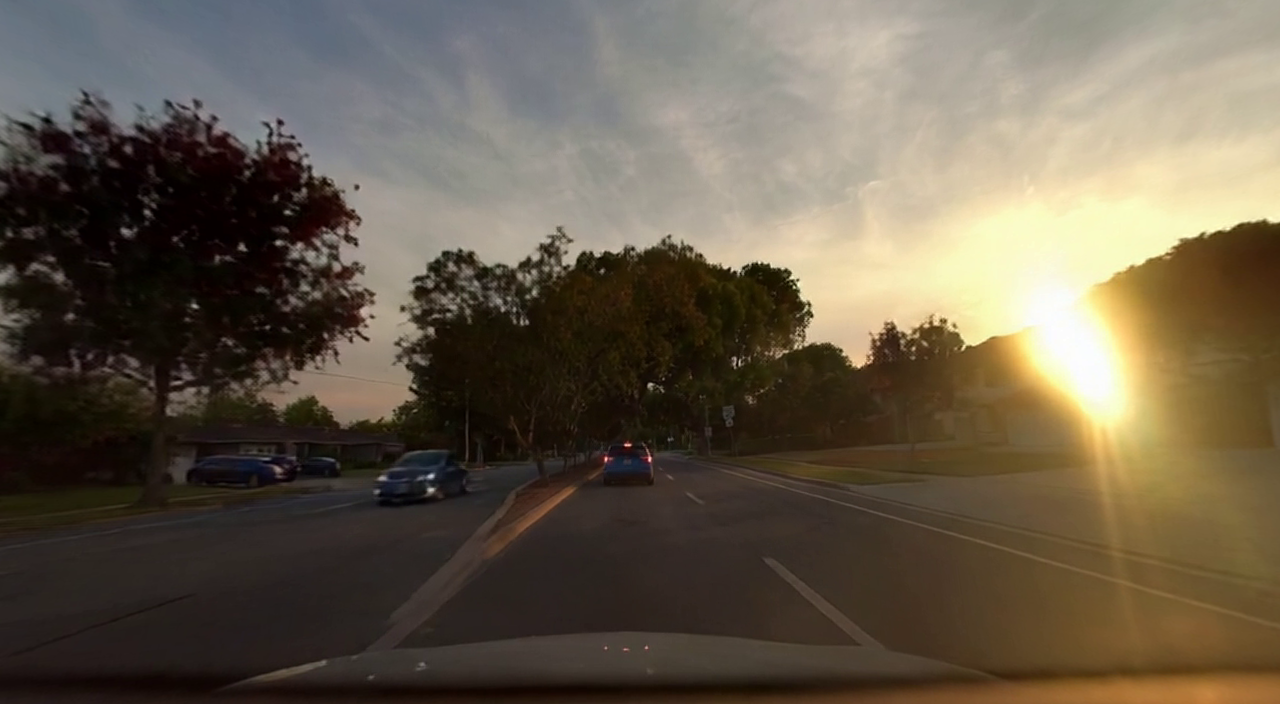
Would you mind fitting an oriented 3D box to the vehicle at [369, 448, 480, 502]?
[{"bbox_3d":[-6.582,3.773,19.891,1.907,1.471,4.455,0,-9,0],"label":"vehicle"}]

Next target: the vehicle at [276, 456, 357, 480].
[{"bbox_3d":[-21.609,7.747,42.299,4.366,1.526,1.921,0,-9,0],"label":"vehicle"}]

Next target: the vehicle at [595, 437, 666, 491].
[{"bbox_3d":[-0.272,3.743,21.432,2.181,1.639,4.127,0,-9,1],"label":"vehicle"}]

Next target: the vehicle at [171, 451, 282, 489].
[{"bbox_3d":[-21.614,6.163,33.168,4.470,1.917,1.932,-1,-9,3],"label":"vehicle"}]
